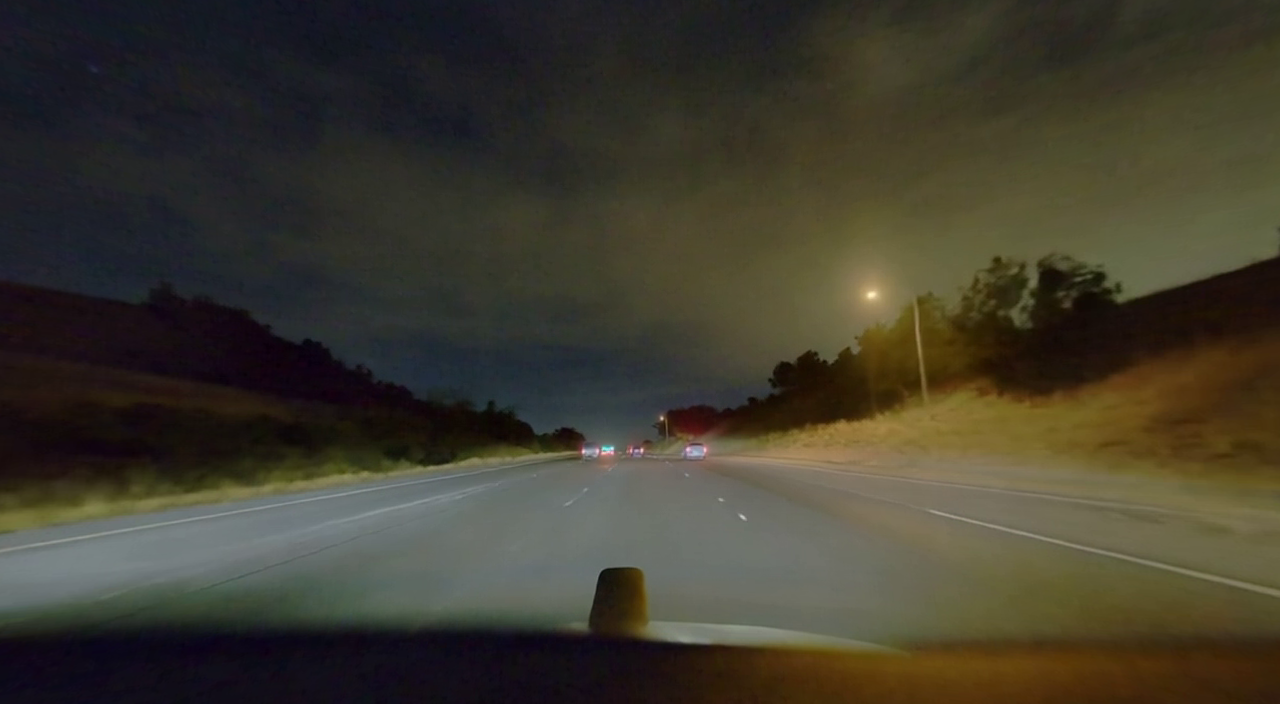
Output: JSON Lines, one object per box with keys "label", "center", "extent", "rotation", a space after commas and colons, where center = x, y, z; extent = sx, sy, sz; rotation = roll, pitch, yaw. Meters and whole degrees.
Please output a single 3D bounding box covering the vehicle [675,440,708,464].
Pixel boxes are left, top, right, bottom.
{"label": "vehicle", "center": [3.876, 7.559, 47.717], "extent": [1.995, 1.712, 4.206], "rotation": [0, -8, -2]}
